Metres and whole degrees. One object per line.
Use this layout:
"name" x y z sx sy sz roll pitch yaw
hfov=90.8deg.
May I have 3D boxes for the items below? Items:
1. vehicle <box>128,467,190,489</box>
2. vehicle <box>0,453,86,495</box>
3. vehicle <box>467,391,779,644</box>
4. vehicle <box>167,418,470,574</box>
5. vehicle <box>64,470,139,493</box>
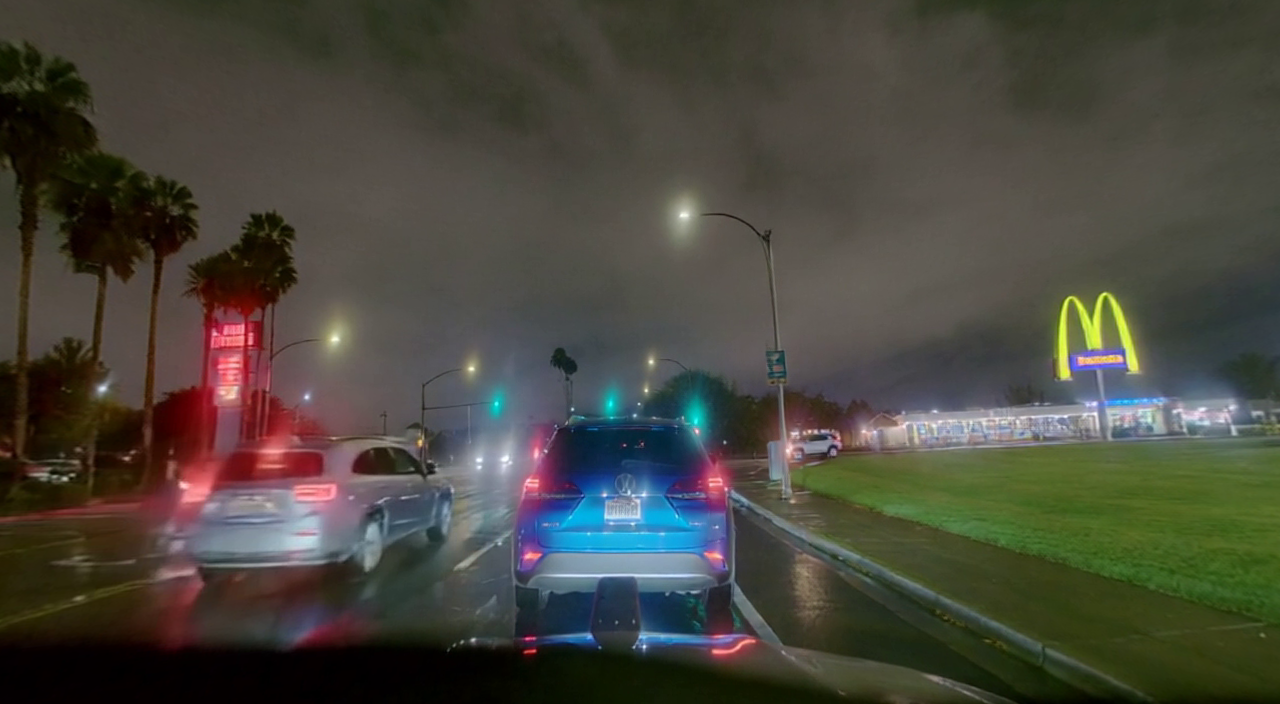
"vehicle" -35.630 9.302 46.876 1.672 1.397 3.682 0 -9 0
"vehicle" -28.116 5.420 28.202 4.584 1.714 2.186 4 -10 -27
"vehicle" -0.141 1.429 6.384 2.137 1.728 3.926 0 -9 -1
"vehicle" -4.028 1.870 8.979 2.023 1.648 4.302 0 -9 0
"vehicle" -39.935 9.618 47.001 1.823 1.427 4.251 0 -9 -1
